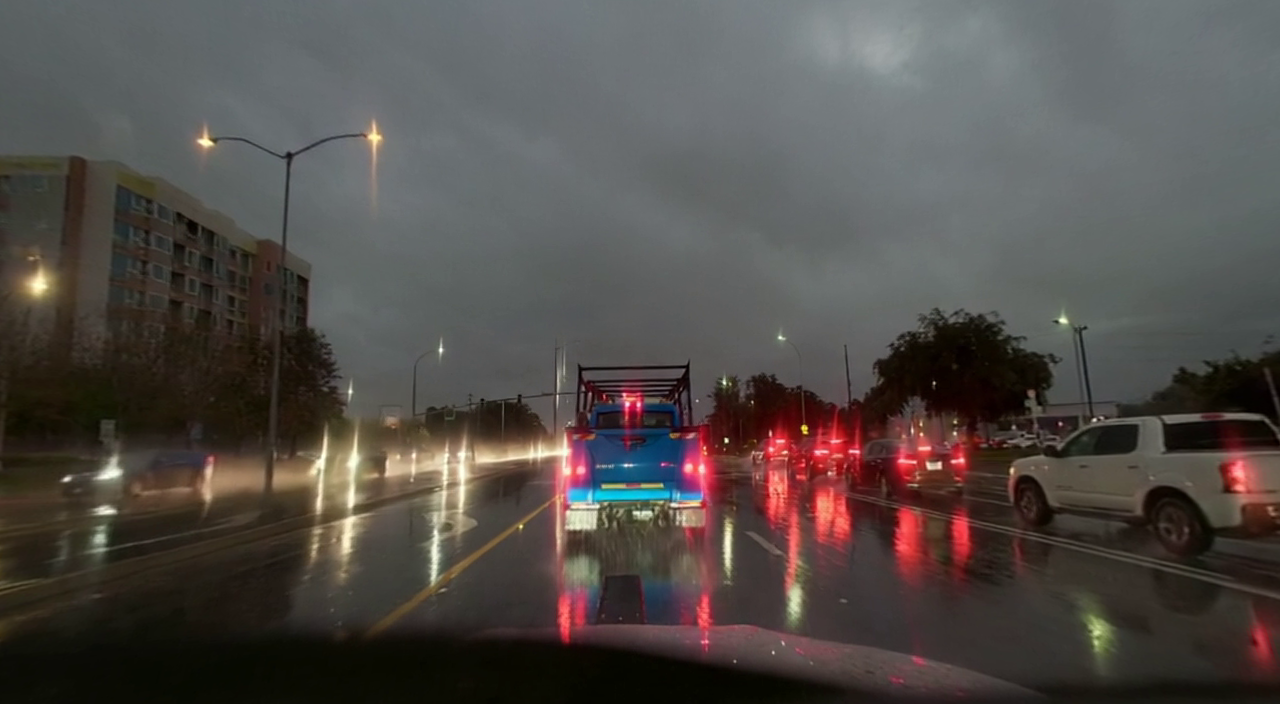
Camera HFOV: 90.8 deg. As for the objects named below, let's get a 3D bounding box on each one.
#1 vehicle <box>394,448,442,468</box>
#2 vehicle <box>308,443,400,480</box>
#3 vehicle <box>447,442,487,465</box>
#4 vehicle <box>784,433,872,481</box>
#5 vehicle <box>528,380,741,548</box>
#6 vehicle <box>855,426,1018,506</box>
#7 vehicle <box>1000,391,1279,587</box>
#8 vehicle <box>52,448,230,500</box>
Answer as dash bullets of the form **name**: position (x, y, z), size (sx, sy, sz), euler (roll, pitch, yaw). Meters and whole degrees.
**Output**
- **vehicle**: position (-15.701, 7.494, 44.918), size (1.854, 1.364, 4.357), euler (0, -9, 0)
- **vehicle**: position (-12.271, 4.724, 27.465), size (1.906, 1.461, 4.333), euler (0, -9, 1)
- **vehicle**: position (-12.143, 7.140, 44.574), size (1.781, 1.558, 3.688), euler (0, -9, 0)
- **vehicle**: position (7.073, 4.010, 24.307), size (1.953, 1.665, 4.327), euler (0, -9, -2)
- **vehicle**: position (-0.112, 1.838, 10.925), size (2.682, 2.117, 5.706), euler (0, -9, -1)
- **vehicle**: position (7.074, 2.757, 15.682), size (1.931, 1.692, 4.267), euler (0, -9, 0)
- **vehicle**: position (6.833, 1.557, 7.811), size (2.023, 1.771, 4.488), euler (0, -9, -1)
- **vehicle**: position (-16.062, 3.899, 20.757), size (1.910, 1.485, 4.802), euler (0, -9, 0)
